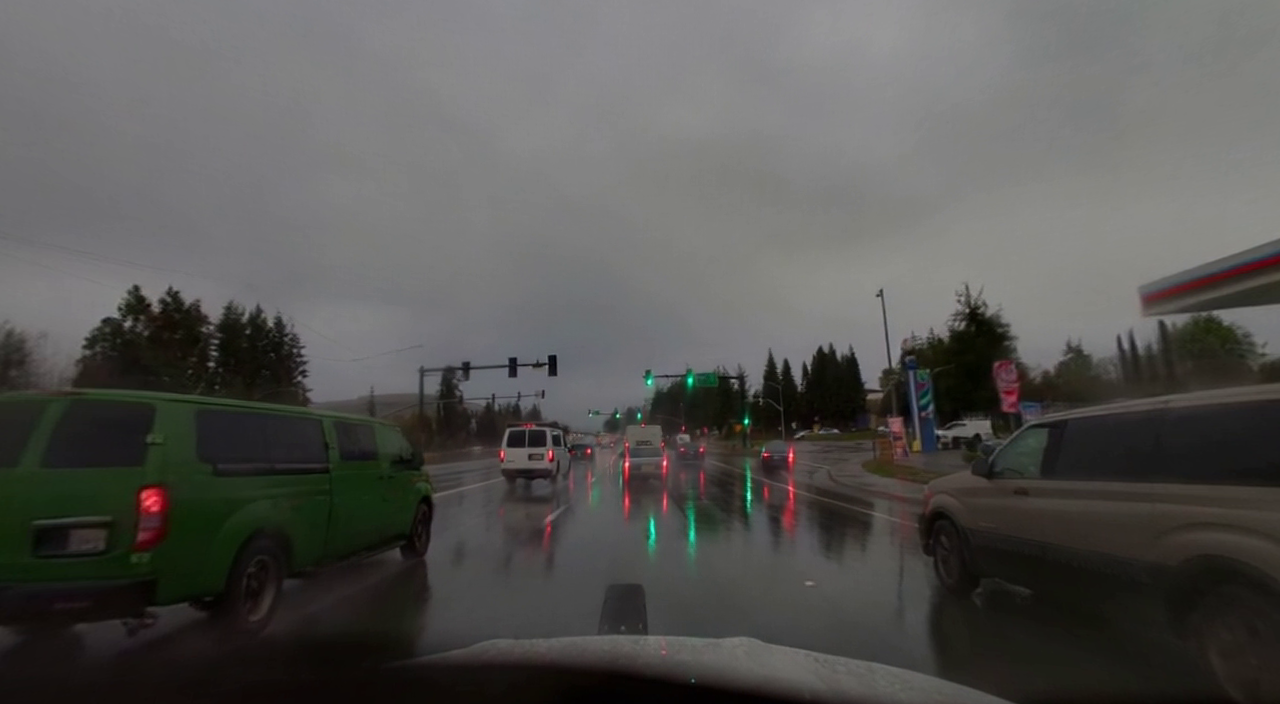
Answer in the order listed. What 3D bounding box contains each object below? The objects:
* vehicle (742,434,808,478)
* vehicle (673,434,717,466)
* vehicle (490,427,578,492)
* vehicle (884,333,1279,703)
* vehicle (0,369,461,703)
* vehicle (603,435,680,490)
[{"bbox_3d":[5.681,4.417,27.001,2.119,1.696,4.623,-1,-8,4],"label":"vehicle"},{"bbox_3d":[3.335,6.069,39.019,2.193,1.795,5.130,0,-8,0],"label":"vehicle"},{"bbox_3d":[-3.456,3.630,21.541,2.025,1.936,4.995,0,-8,1],"label":"vehicle"},{"bbox_3d":[3.585,1.063,4.084,2.055,1.786,4.817,0,-8,0],"label":"vehicle"},{"bbox_3d":[-3.477,1.336,5.860,2.002,1.747,5.173,0,-8,1],"label":"vehicle"},{"bbox_3d":[0.078,3.892,22.644,2.426,1.703,5.602,0,-8,1],"label":"vehicle"}]
